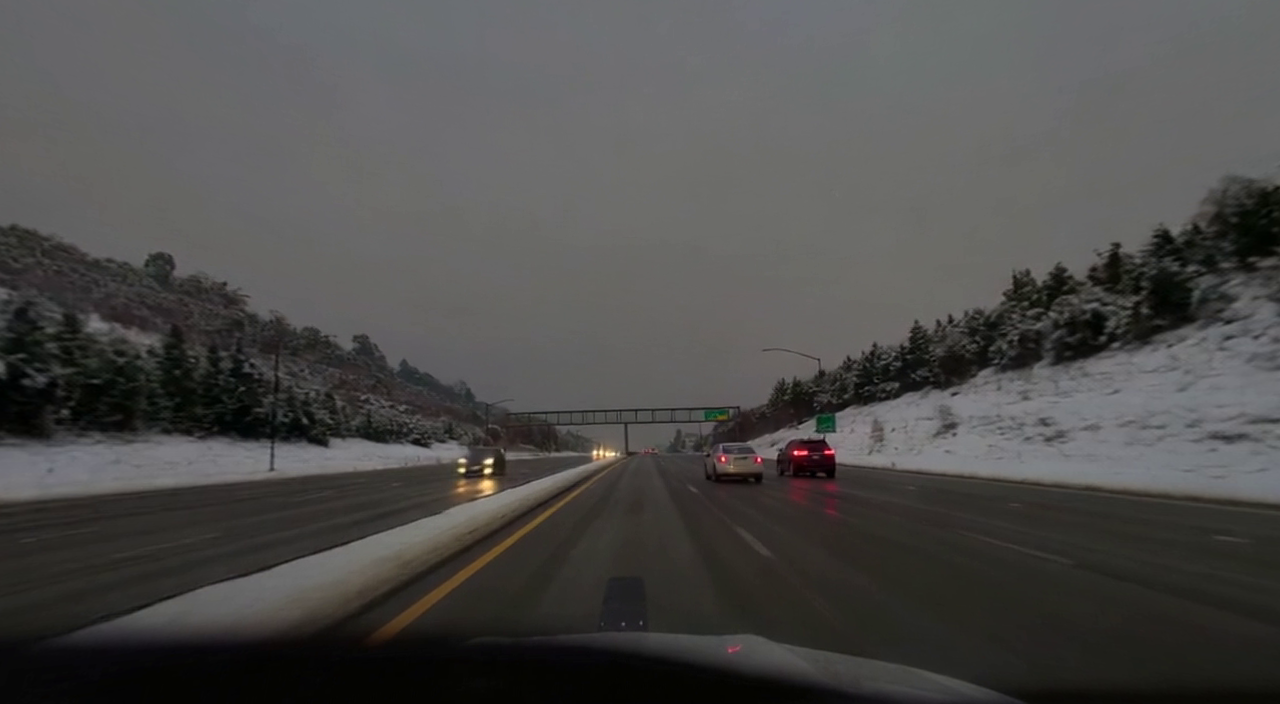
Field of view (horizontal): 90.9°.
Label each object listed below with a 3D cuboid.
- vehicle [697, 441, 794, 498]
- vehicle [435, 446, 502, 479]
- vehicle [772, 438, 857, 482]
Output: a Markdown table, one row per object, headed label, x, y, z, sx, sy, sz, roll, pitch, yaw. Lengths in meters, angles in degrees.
| label | x | y | z | sx | sy | sz | roll | pitch | yaw |
| --- | --- | --- | --- | --- | --- | --- | --- | --- | --- |
| vehicle | 2.874 | 3.303 | 18.177 | 2.044 | 1.444 | 4.216 | 0 | -8 | -1 |
| vehicle | -8.690 | 5.645 | 32.403 | 2.163 | 1.544 | 4.355 | 0 | -8 | 0 |
| vehicle | 6.719 | 4.195 | 24.890 | 1.988 | 1.530 | 4.777 | 0 | -8 | 0 |
